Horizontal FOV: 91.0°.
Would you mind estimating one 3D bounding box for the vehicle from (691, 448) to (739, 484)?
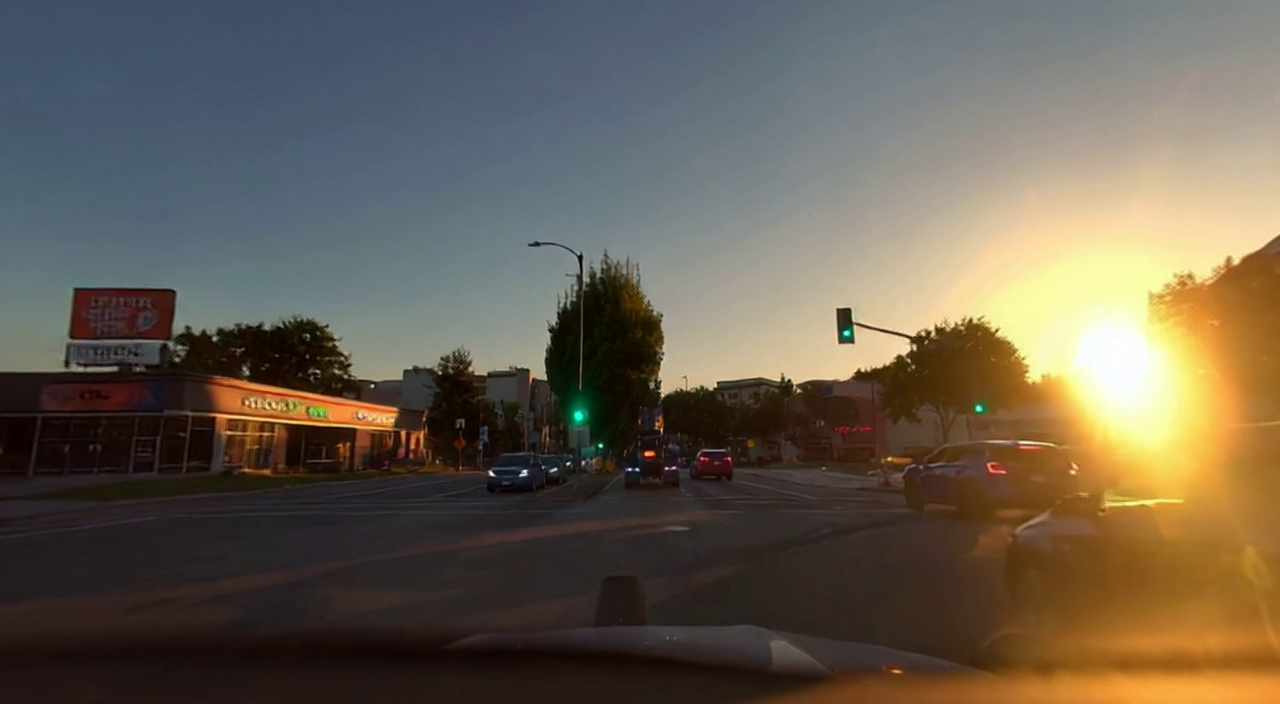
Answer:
[{"bbox_3d":[3.926,6.046,33.793,2.025,1.754,4.311,0,-9,0],"label":"vehicle"}]

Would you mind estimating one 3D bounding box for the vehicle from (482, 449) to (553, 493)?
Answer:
[{"bbox_3d":[-4.690,4.596,24.753,2.001,1.518,4.316,0,-9,-1],"label":"vehicle"}]

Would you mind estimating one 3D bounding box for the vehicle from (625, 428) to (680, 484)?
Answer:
[{"bbox_3d":[0.549,5.167,31.527,2.370,2.518,3.858,-1,-8,-3],"label":"vehicle"}]

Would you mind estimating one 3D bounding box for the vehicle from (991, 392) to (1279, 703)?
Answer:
[{"bbox_3d":[3.568,0.983,2.538,2.025,1.618,3.949,0,-9,1],"label":"vehicle"}]
